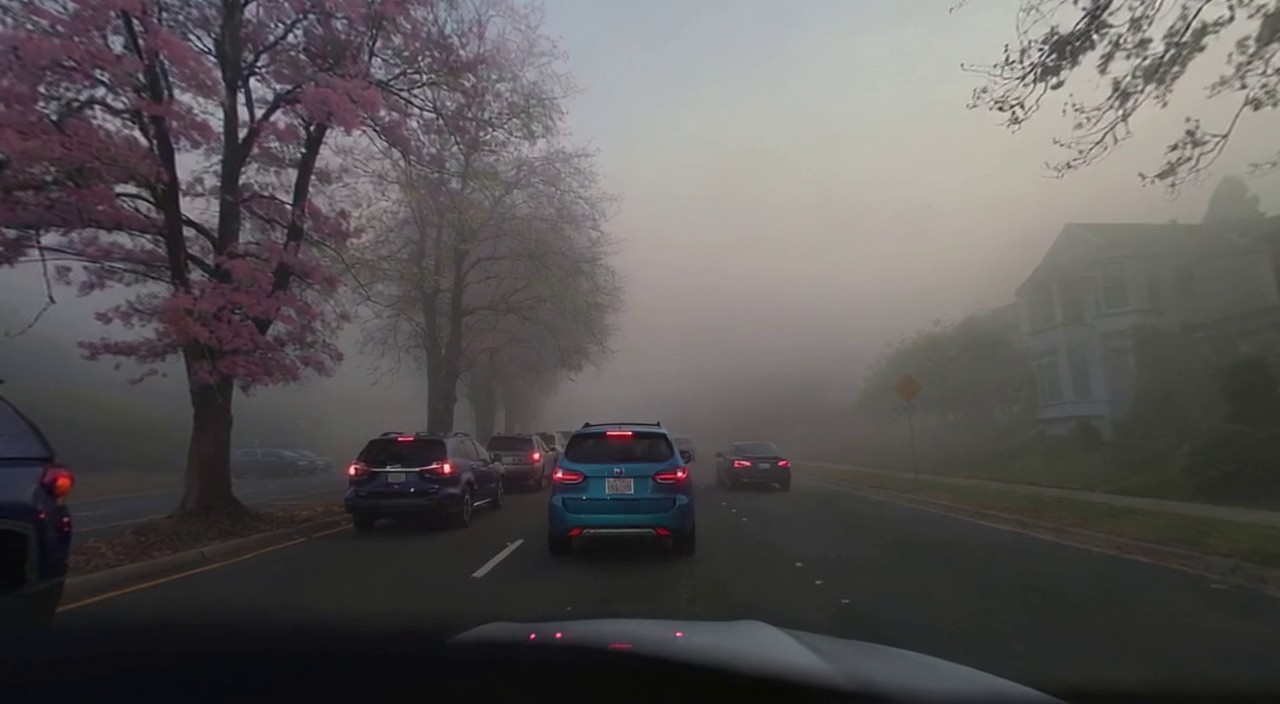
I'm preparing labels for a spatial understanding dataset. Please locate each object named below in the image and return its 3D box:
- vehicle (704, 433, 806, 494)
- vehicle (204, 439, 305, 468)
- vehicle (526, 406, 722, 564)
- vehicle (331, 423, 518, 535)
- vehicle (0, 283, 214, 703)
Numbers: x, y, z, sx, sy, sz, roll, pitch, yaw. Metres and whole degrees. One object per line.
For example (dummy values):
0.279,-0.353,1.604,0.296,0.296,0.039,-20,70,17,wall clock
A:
3.213,3.239,18.759,2.056,1.536,4.678,0,-8,-1,vehicle
-28.509,7.509,46.939,5.856,2.096,2.481,3,-9,-18,vehicle
-0.195,1.737,8.952,2.112,1.693,4.058,0,-8,-1,vehicle
-3.671,2.239,11.738,1.948,1.668,4.279,0,-8,0,vehicle
-3.533,0.523,1.021,2.304,1.928,4.833,0,-8,0,vehicle
